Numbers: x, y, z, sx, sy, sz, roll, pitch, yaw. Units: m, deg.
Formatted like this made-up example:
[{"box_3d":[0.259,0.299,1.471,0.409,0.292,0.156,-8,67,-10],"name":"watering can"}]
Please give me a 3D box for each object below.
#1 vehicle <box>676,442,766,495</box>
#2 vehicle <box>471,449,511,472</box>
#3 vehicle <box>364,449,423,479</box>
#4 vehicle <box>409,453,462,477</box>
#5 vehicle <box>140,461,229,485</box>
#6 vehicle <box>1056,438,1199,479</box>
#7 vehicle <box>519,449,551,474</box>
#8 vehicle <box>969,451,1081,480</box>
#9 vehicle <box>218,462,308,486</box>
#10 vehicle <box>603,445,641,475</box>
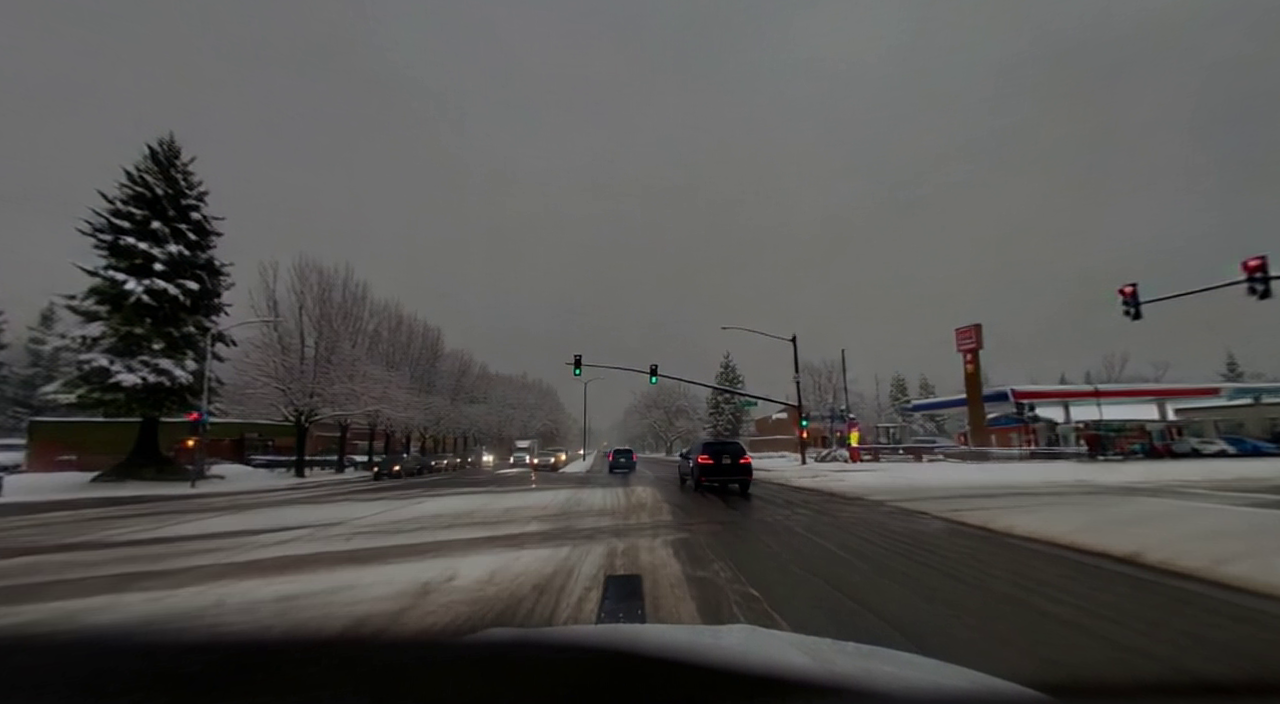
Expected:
[{"box_3d":[2.447,3.696,20.378,2.061,1.487,4.462,1,-9,-3],"name":"vehicle"},{"box_3d":[-10.739,7.830,45.745,2.165,1.557,4.515,1,-9,-5],"name":"vehicle"},{"box_3d":[-17.347,7.876,44.778,2.191,1.926,5.787,1,-9,-4],"name":"vehicle"},{"box_3d":[-14.091,7.797,43.859,2.186,1.532,5.087,0,-9,-2],"name":"vehicle"},{"box_3d":[-30.136,8.024,41.901,4.323,1.445,2.002,1,-9,-2],"name":"vehicle"},{"box_3d":[22.365,4.899,29.102,4.950,1.760,2.213,1,-9,-8],"name":"vehicle"},{"box_3d":[-7.048,7.269,42.124,1.972,1.466,4.493,2,-8,-11],"name":"vehicle"},{"box_3d":[20.610,6.083,33.983,4.637,1.443,2.050,0,-8,0],"name":"vehicle"},{"box_3d":[-23.621,7.628,39.679,4.428,1.416,1.759,0,-9,-1],"name":"vehicle"},{"box_3d":[-1.091,6.165,36.271,2.029,1.605,3.827,1,-9,-3],"name":"vehicle"}]
